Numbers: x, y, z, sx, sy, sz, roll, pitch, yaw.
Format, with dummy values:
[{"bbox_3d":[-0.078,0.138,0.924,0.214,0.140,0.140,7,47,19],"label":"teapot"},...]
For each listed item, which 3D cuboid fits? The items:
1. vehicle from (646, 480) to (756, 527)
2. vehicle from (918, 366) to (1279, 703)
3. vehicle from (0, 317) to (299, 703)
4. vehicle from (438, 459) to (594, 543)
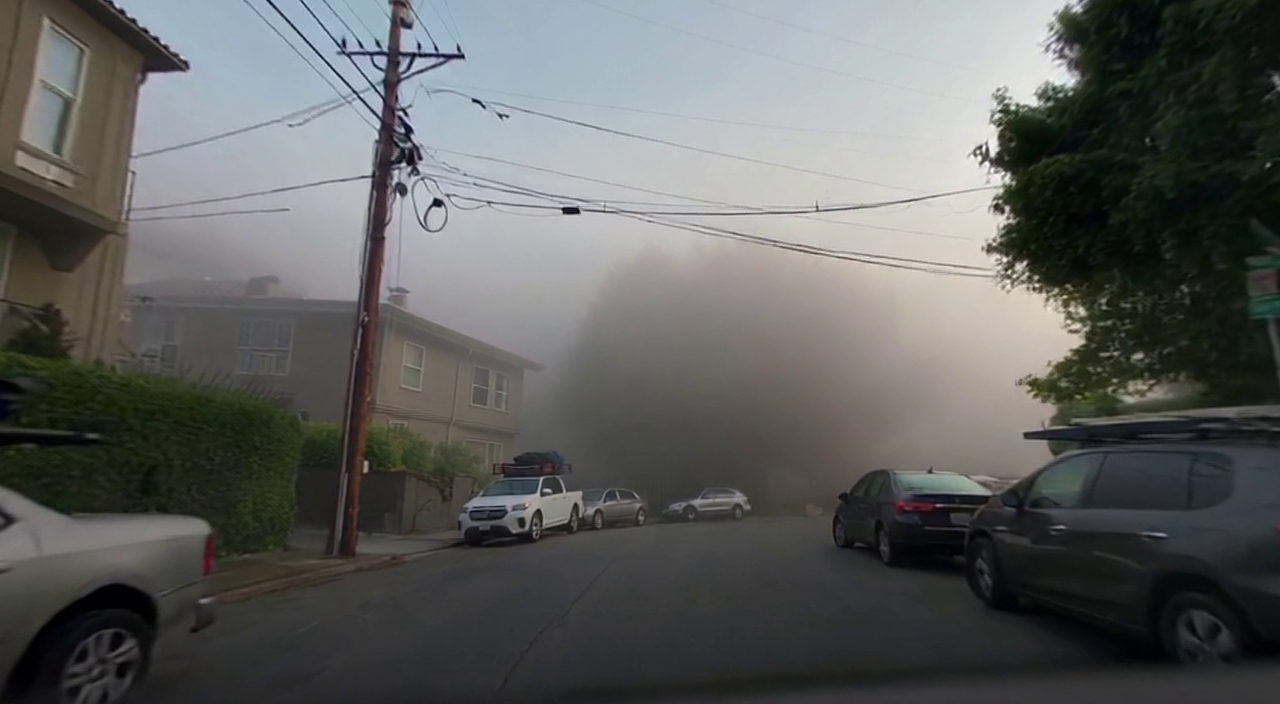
[{"bbox_3d":[2.597,6.317,26.610,4.217,1.547,2.082,5,-10,-34],"label":"vehicle"},{"bbox_3d":[4.003,1.252,4.635,1.899,1.877,4.668,0,-8,2],"label":"vehicle"},{"bbox_3d":[-3.637,0.629,1.533,2.195,1.797,5.890,0,-8,2],"label":"vehicle"},{"bbox_3d":[-2.889,3.710,16.139,2.247,1.702,5.043,-4,-11,9],"label":"vehicle"}]
